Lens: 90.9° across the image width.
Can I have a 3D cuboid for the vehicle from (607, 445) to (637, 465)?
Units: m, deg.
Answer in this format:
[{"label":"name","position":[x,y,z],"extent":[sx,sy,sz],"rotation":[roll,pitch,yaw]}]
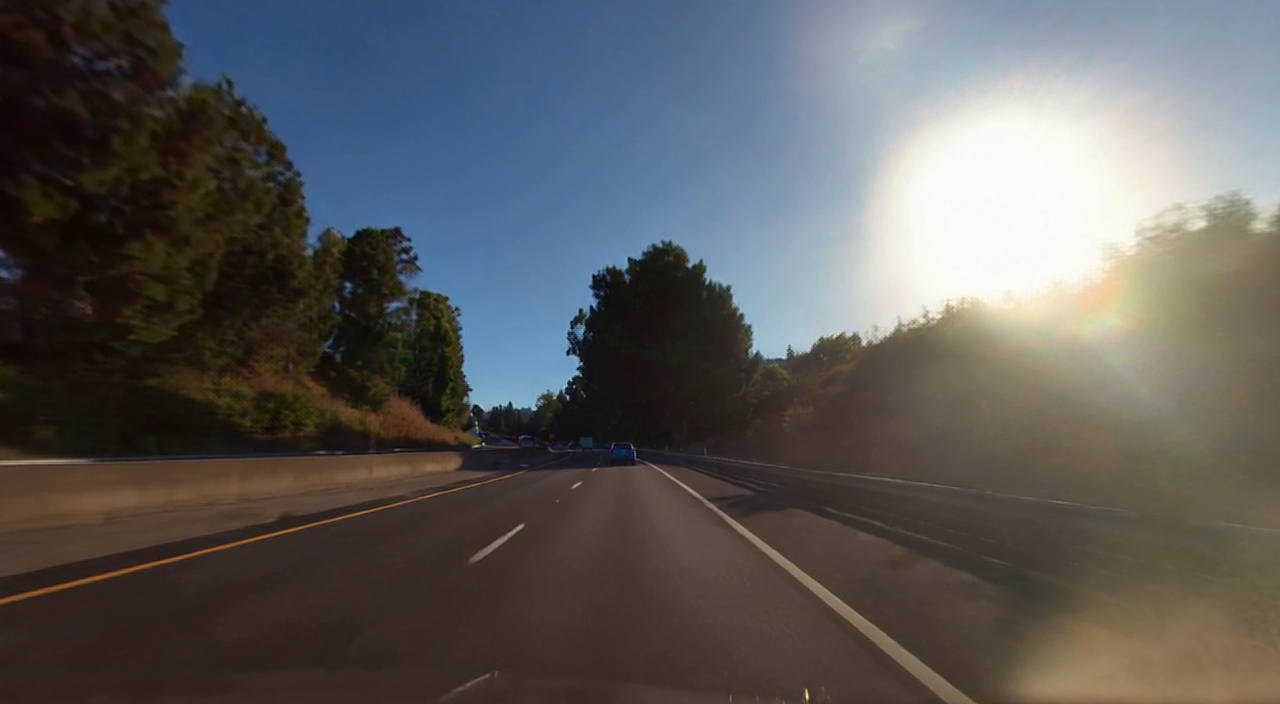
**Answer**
[{"label":"vehicle","position":[-1.362,7.707,47.097],"extent":[2.126,1.411,4.433],"rotation":[0,-9,-2]}]
